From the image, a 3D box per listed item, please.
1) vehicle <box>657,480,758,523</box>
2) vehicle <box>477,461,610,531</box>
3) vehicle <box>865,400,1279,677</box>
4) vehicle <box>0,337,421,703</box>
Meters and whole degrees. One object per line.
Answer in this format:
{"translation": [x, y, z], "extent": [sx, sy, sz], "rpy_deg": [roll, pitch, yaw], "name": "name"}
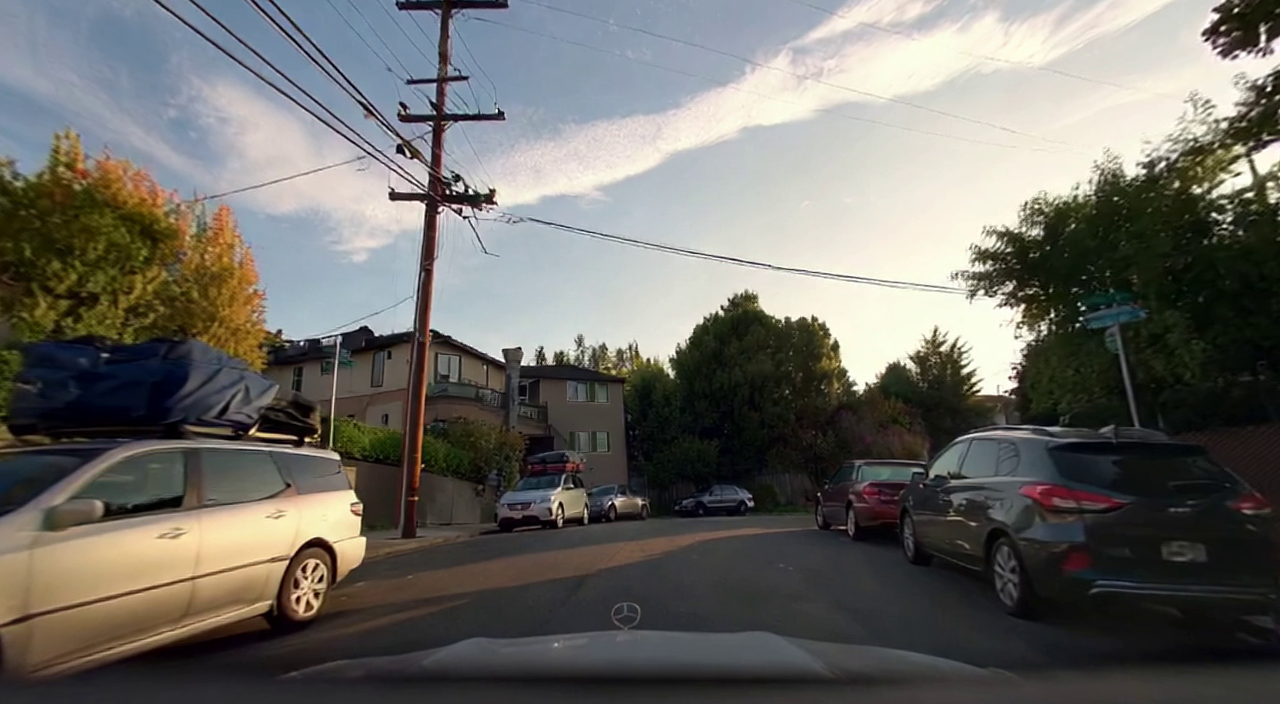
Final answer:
{"translation": [3.098, 6.742, 28.776], "extent": [4.217, 1.547, 2.082], "rpy_deg": [6, -10, -33], "name": "vehicle"}
{"translation": [-2.559, 4.090, 18.415], "extent": [2.247, 1.702, 5.043], "rpy_deg": [-2, -11, 10], "name": "vehicle"}
{"translation": [4.125, 1.614, 6.775], "extent": [1.899, 1.877, 4.668], "rpy_deg": [1, -8, 3], "name": "vehicle"}
{"translation": [-3.570, 0.994, 3.739], "extent": [2.195, 1.797, 5.890], "rpy_deg": [0, -7, 3], "name": "vehicle"}
